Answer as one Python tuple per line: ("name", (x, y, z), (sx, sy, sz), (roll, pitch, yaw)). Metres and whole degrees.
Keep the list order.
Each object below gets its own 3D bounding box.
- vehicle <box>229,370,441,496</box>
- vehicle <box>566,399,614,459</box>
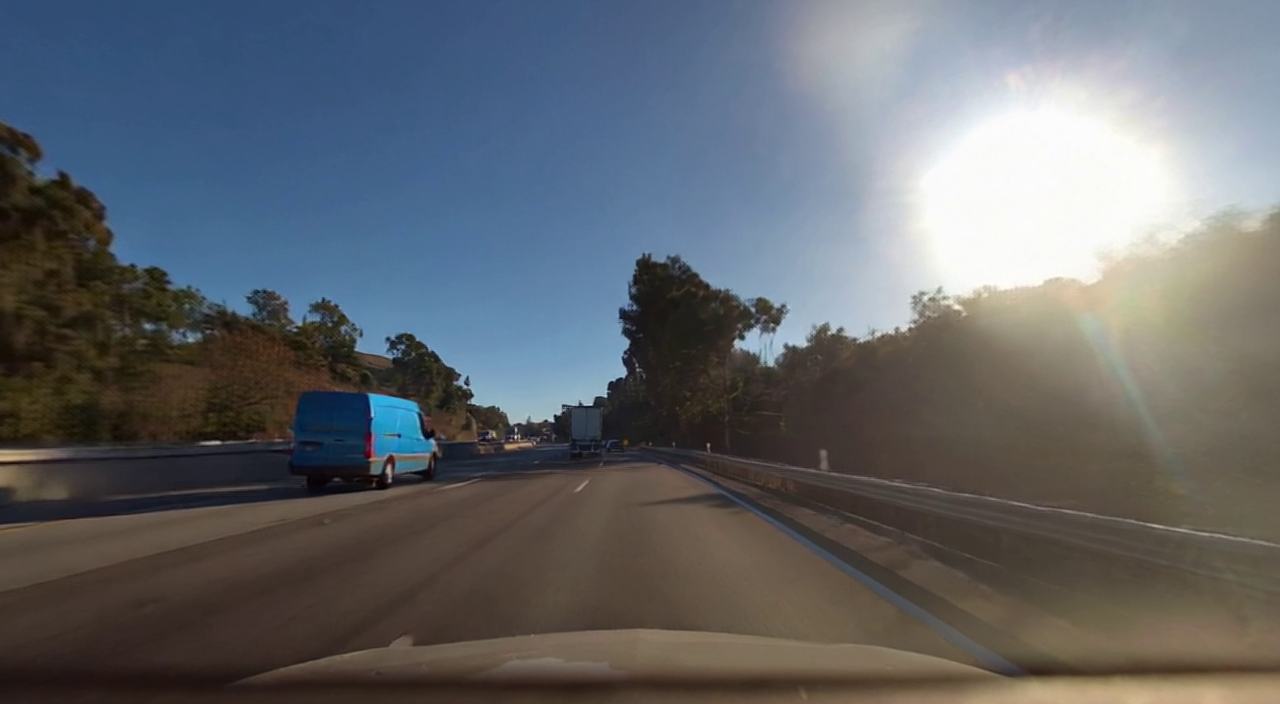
("vehicle", (-7.864, 2.253, 17.490), (2.396, 2.763, 6.935), (0, -8, 0))
("vehicle", (-3.701, 6.019, 48.840), (3.173, 4.185, 8.360), (0, -8, -1))
